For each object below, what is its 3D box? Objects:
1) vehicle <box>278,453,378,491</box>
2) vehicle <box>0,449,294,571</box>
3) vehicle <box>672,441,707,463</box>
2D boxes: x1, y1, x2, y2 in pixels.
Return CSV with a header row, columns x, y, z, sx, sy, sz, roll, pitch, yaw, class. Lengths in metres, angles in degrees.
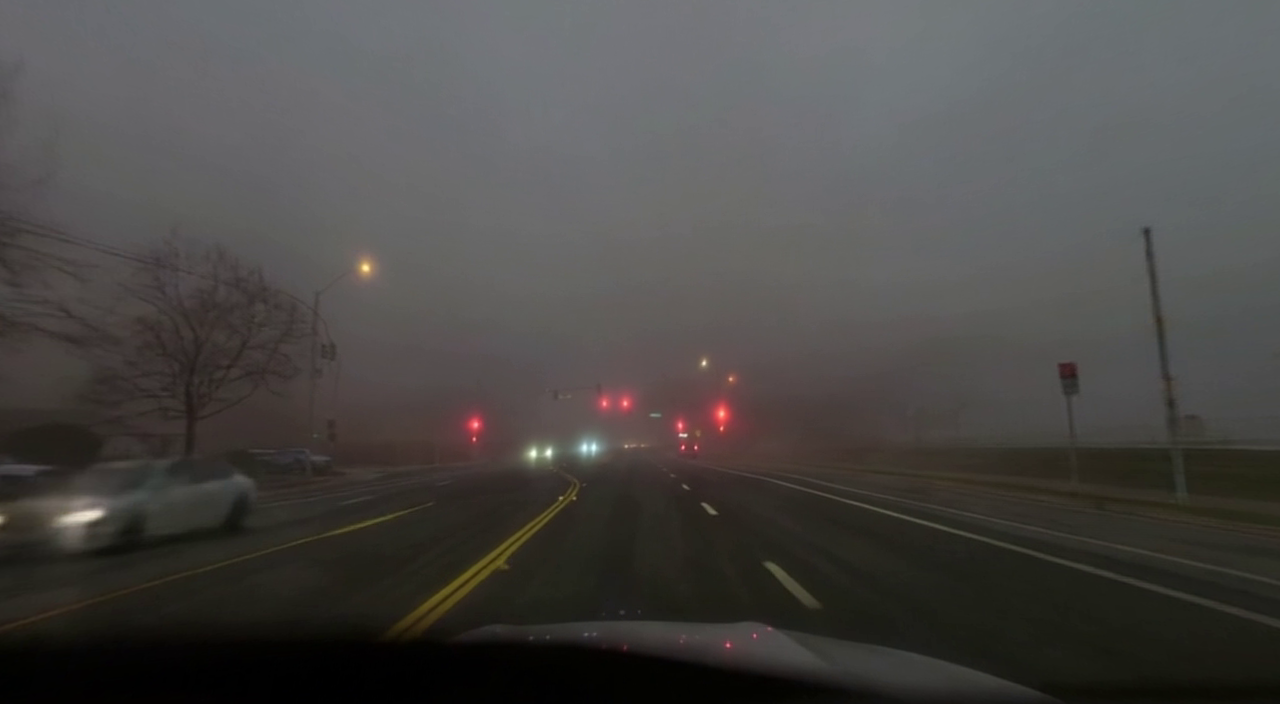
x,y,z,sx,sy,sz,roll,pitch,yaw,class
-13.499,5.206,27.705,1.992,1.453,4.439,0,-8,2,vehicle
-7.697,2.316,10.090,1.931,1.483,4.246,0,-8,0,vehicle
3.589,7.323,46.399,2.133,1.494,4.265,0,-9,-2,vehicle
